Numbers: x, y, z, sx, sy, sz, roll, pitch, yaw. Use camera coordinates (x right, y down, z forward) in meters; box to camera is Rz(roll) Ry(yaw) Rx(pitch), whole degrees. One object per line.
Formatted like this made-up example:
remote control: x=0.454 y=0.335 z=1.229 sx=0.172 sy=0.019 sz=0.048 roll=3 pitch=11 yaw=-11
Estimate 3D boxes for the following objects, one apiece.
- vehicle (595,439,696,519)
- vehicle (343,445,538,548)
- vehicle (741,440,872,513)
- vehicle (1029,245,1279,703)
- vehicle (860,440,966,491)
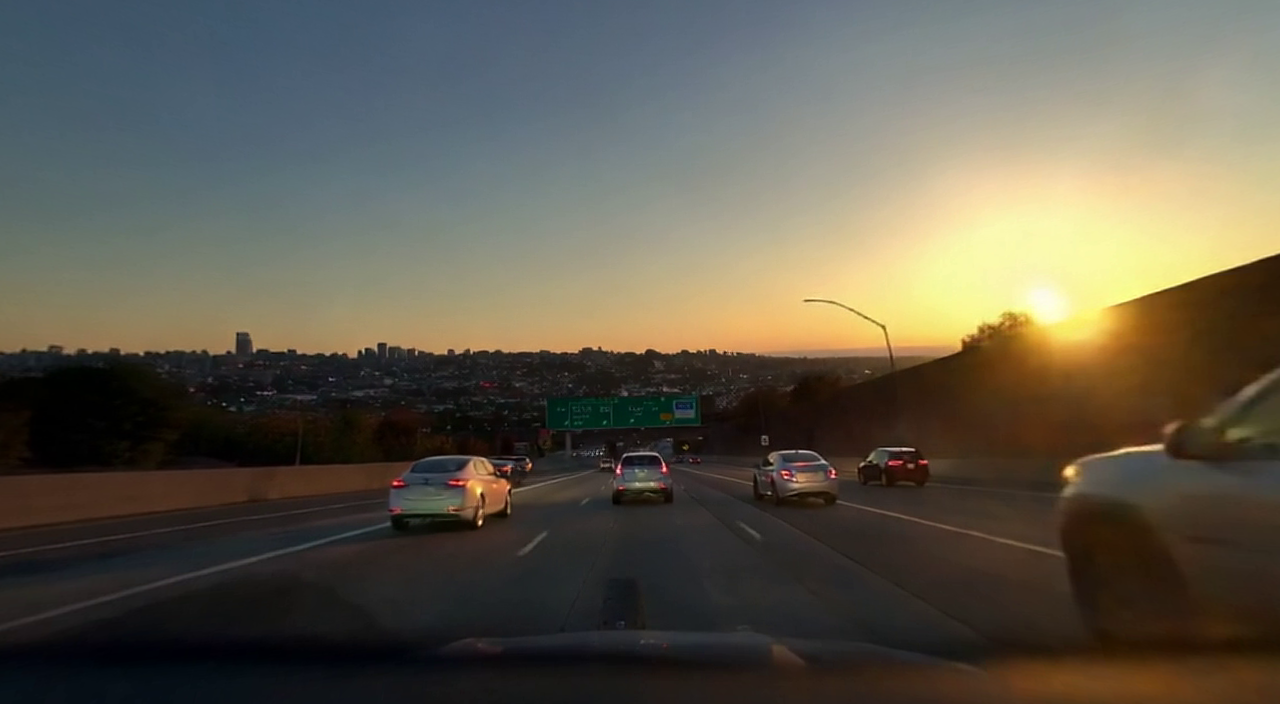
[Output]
vehicle: x=0.130 y=2.956 z=15.198 sx=2.099 sy=1.640 sz=4.134 roll=0 pitch=-9 yaw=1
vehicle: x=-3.349 y=2.497 z=11.697 sx=2.011 sy=1.510 sz=4.698 roll=0 pitch=-9 yaw=1
vehicle: x=4.145 y=3.168 z=16.502 sx=2.210 sy=1.625 sz=4.249 roll=0 pitch=-9 yaw=-1
vehicle: x=3.909 y=0.403 z=1.045 sx=2.732 sy=2.065 sz=5.826 roll=0 pitch=-9 yaw=0
vehicle: x=10.566 y=4.406 z=24.749 sx=2.133 sy=1.770 sz=4.537 roll=0 pitch=-9 yaw=0
